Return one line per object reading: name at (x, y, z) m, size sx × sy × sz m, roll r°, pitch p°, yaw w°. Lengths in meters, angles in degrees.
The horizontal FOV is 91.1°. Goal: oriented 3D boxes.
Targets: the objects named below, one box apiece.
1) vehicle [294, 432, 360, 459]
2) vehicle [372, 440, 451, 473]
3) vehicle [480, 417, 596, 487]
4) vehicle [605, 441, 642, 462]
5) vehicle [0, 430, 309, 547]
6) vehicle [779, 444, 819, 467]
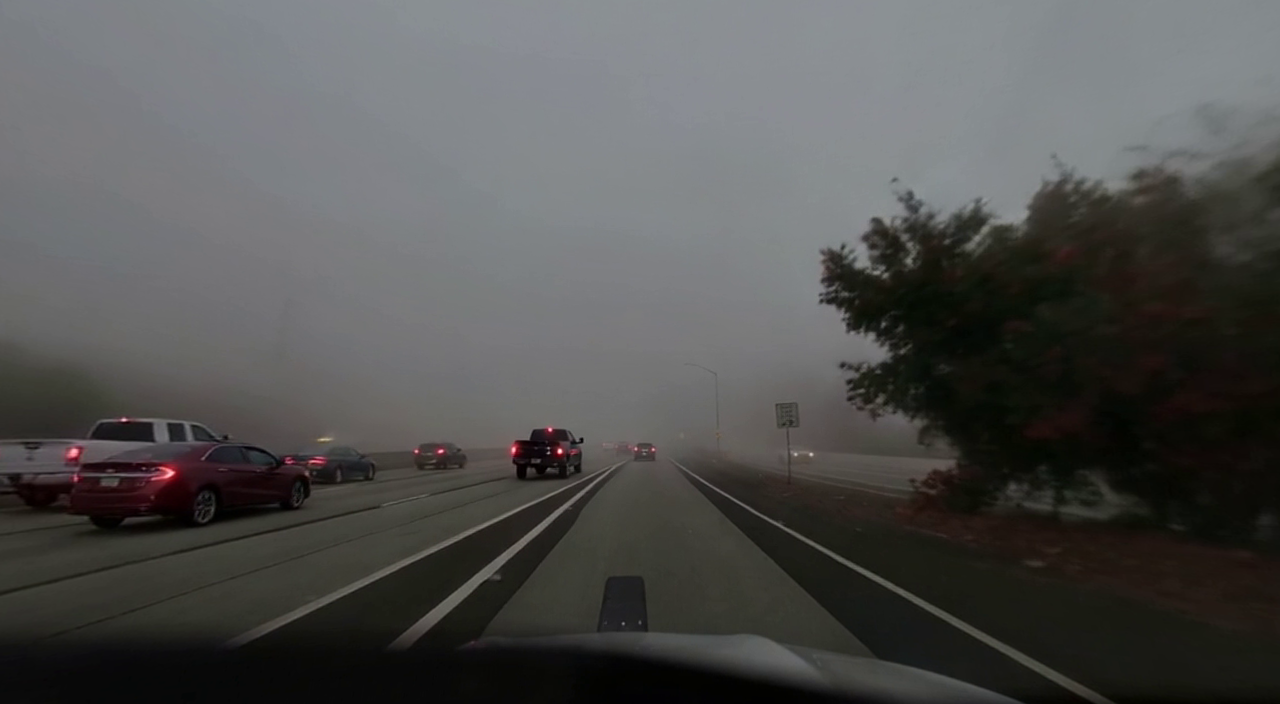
vehicle at (-23.943, 7.188, 48.284) m, size 2.170 × 1.974 × 5.348 m, roll 0°, pitch -8°, yaw 2°
vehicle at (-10.775, 4.953, 29.988) m, size 1.884 × 1.453 × 4.579 m, roll 0°, pitch -8°, yaw 2°
vehicle at (-3.264, 3.463, 22.033) m, size 2.815 × 2.092 × 6.526 m, roll 0°, pitch -8°, yaw 1°
vehicle at (-1.156, 7.215, 45.828) m, size 2.013 × 1.444 × 4.447 m, roll -1°, pitch -8°, yaw 8°
vehicle at (-7.725, 2.085, 10.358) m, size 1.964 × 1.481 × 4.425 m, roll 0°, pitch -8°, yaw 2°
vehicle at (12.449, 8.089, 49.440) m, size 2.048 × 1.720 × 4.524 m, roll 0°, pitch -8°, yaw 2°
